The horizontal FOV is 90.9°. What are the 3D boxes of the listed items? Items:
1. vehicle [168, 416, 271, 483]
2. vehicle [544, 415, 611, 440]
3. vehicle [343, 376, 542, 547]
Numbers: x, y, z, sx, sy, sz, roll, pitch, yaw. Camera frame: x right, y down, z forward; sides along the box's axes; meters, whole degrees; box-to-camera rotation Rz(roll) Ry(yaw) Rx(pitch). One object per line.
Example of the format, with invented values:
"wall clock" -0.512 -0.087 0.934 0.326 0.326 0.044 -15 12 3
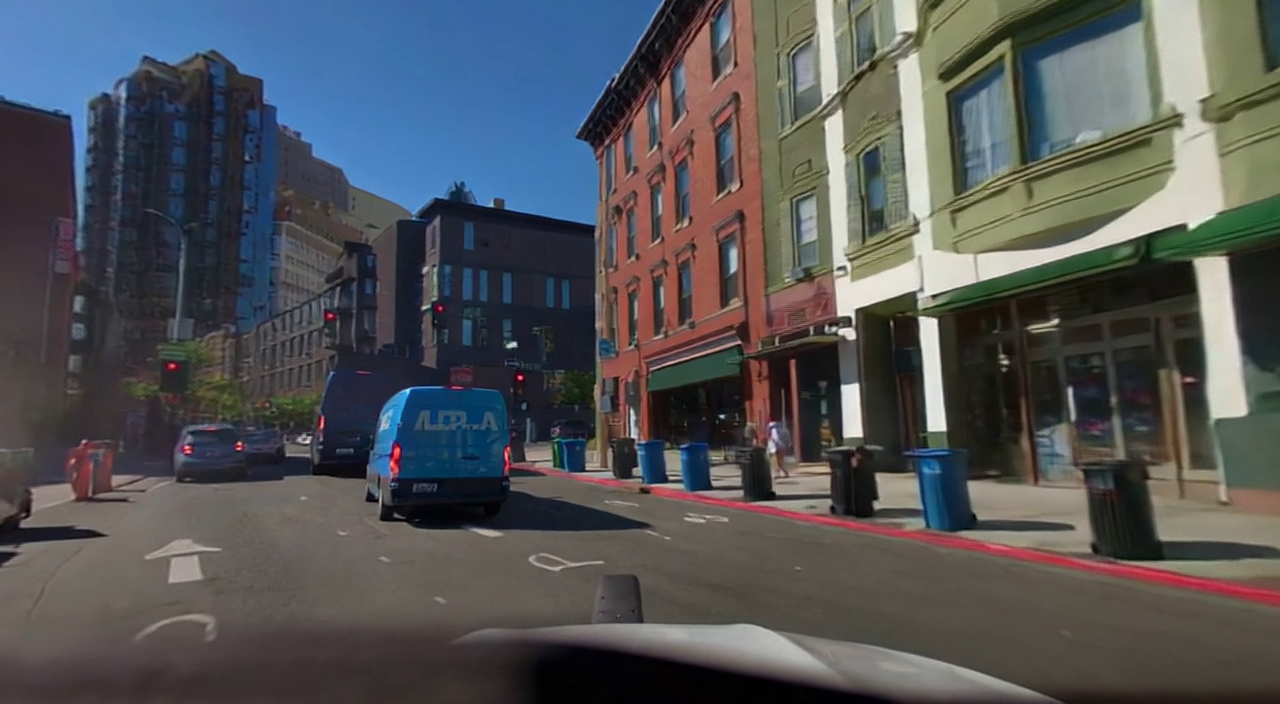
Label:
"vehicle" -10.535 2.436 16.017 1.841 1.461 3.426 5 -9 -30
"vehicle" -4.055 5.000 41.378 4.020 1.572 1.718 5 -9 -34
"vehicle" -3.162 1.538 9.458 1.951 1.907 4.266 4 -9 -29
